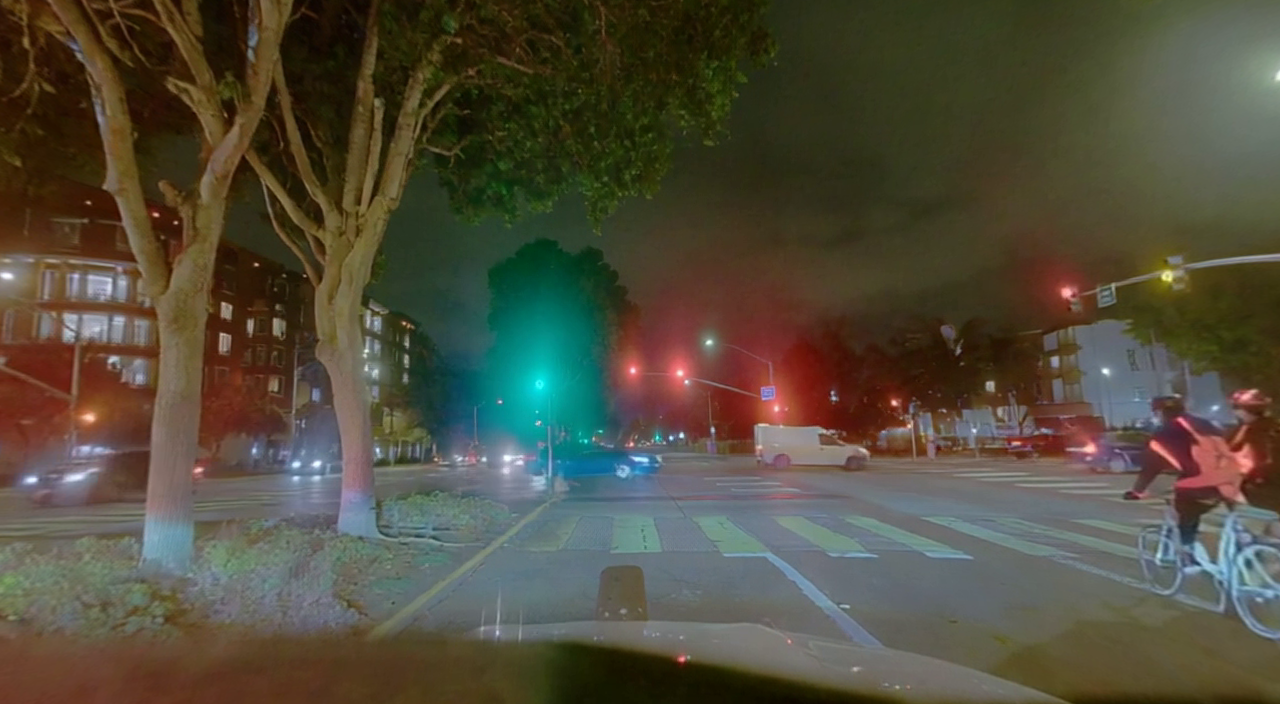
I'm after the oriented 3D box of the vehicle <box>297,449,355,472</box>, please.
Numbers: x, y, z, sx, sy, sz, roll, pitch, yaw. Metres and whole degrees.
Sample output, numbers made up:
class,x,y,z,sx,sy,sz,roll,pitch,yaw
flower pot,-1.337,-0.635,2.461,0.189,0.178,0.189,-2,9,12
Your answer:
class,x,y,z,sx,sy,sz,roll,pitch,yaw
vehicle,-22.414,7.759,45.007,1.834,1.494,4.352,0,-8,1

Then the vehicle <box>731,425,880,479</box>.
class,x,y,z,sx,sy,sz,roll,pitch,yaw
vehicle,6.279,3.795,24.054,4.958,1.842,2.276,-6,-10,34

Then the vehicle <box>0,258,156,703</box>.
class,x,y,z,sx,sy,sz,roll,pitch,yaw
vehicle,-3.262,0.359,0.173,2.231,1.898,4.985,0,-8,0

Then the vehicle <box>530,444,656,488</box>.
class,x,y,z,sx,sy,sz,roll,pitch,yaw
vehicle,-1.633,3.778,21.205,4.050,1.304,1.921,-7,-11,39

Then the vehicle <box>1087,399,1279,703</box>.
class,x,y,z,sx,sy,sz,roll,pitch,yaw
vehicle,3.098,0.681,0.664,1.990,1.454,4.490,0,-8,1
